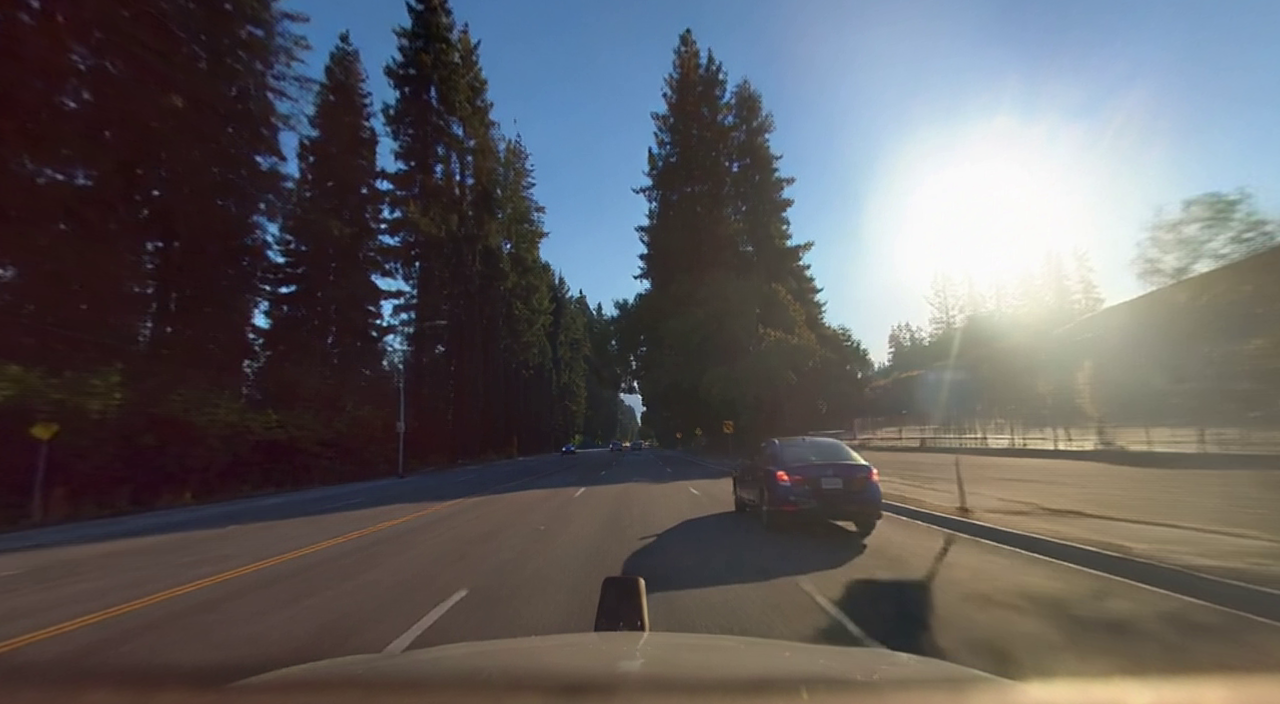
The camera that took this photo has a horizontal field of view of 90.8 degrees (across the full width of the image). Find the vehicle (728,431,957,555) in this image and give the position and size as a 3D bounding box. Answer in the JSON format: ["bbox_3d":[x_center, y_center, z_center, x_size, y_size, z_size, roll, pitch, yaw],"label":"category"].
[{"bbox_3d":[2.756,2.035,9.887,2.042,1.469,4.470,0,-8,-1],"label":"vehicle"}]
